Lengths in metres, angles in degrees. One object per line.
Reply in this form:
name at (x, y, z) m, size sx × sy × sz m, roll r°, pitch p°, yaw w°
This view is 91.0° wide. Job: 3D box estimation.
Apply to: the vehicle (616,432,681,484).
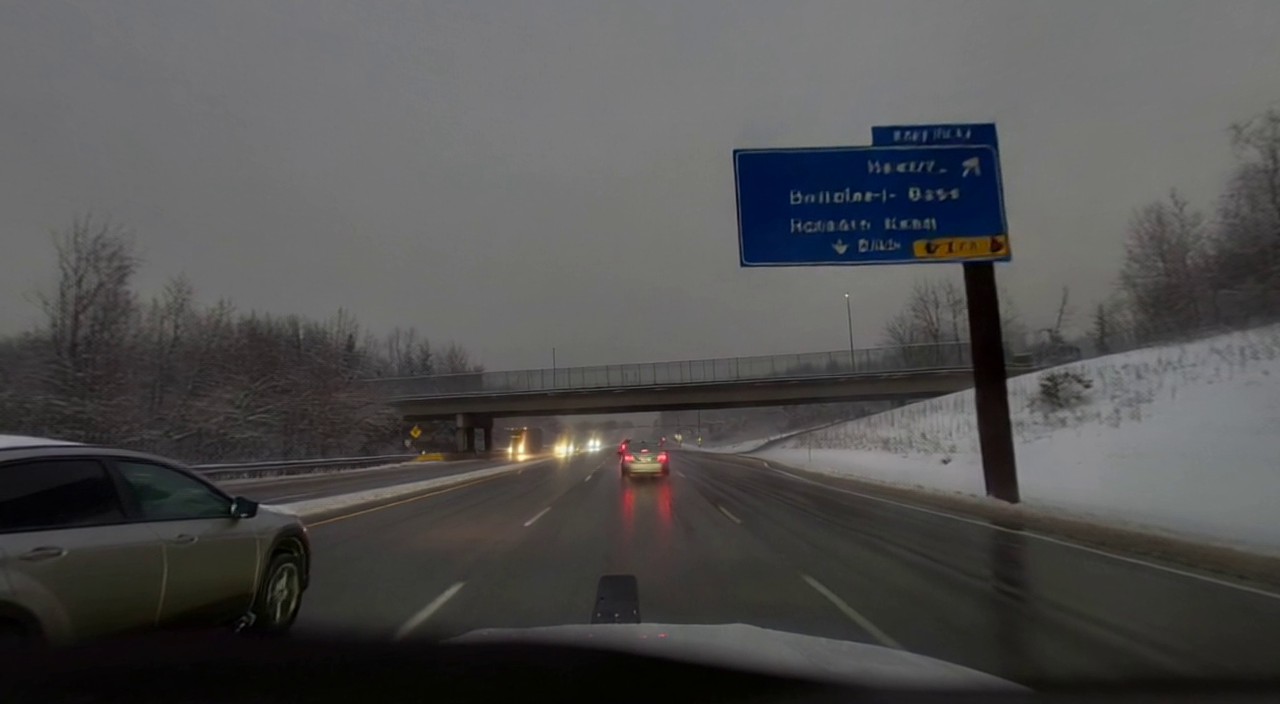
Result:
vehicle at (0.191, 3.720, 22.403) m, size 2.092 × 1.636 × 4.024 m, roll 0°, pitch -8°, yaw -2°
